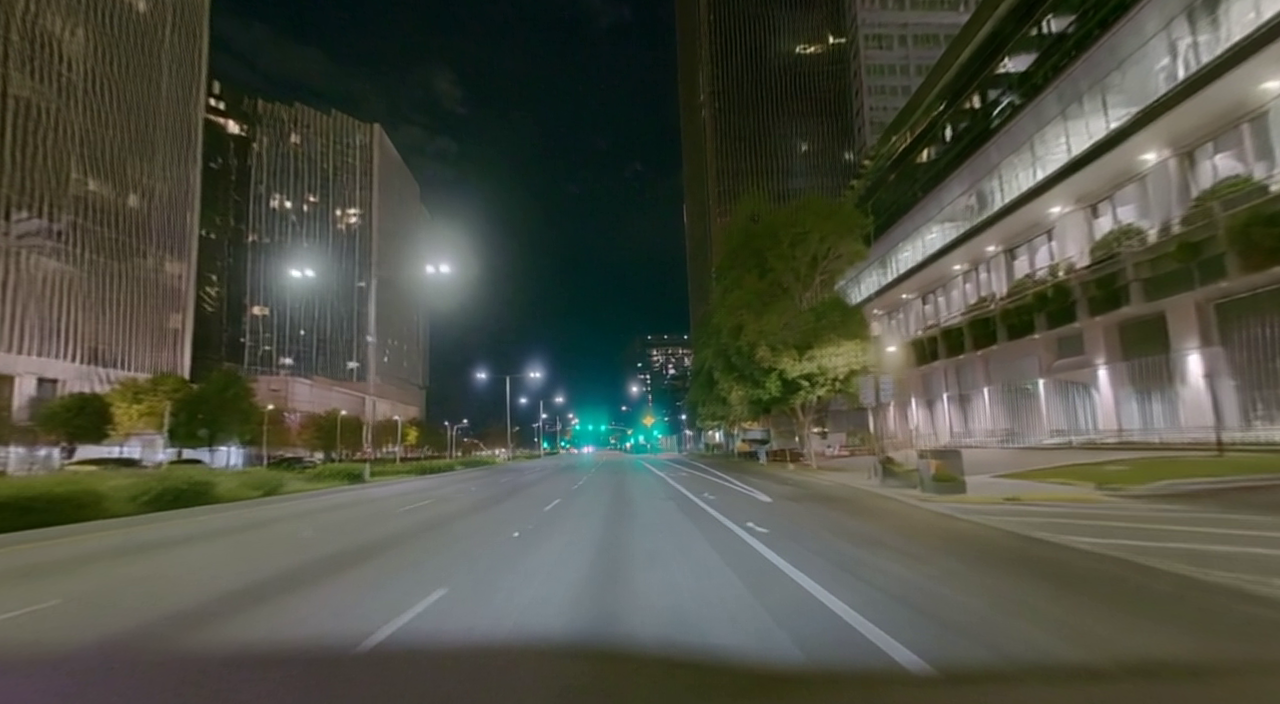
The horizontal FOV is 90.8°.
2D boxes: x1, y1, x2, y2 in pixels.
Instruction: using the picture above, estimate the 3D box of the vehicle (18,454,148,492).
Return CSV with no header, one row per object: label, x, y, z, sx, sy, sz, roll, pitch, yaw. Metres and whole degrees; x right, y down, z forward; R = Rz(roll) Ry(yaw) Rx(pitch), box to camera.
vehicle,-33.439,7.225,38.293,2.483,2.000,6.110,0,-8,-2
